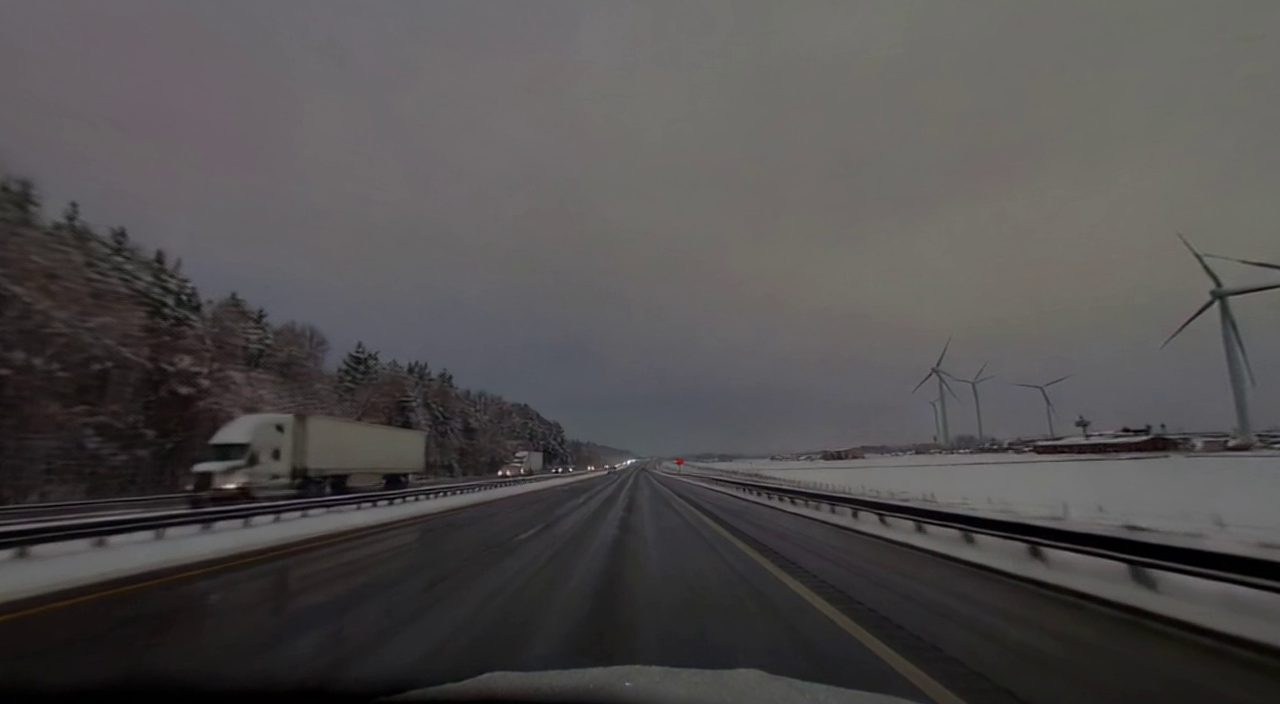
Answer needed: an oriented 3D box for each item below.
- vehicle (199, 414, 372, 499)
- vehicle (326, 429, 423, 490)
[{"bbox_3d":[-17.200,5.350,31.865,2.952,3.556,10.027,1,-11,-1],"label":"vehicle"},{"bbox_3d":[-17.354,7.209,41.996,2.816,3.554,8.526,1,-11,-1],"label":"vehicle"}]
